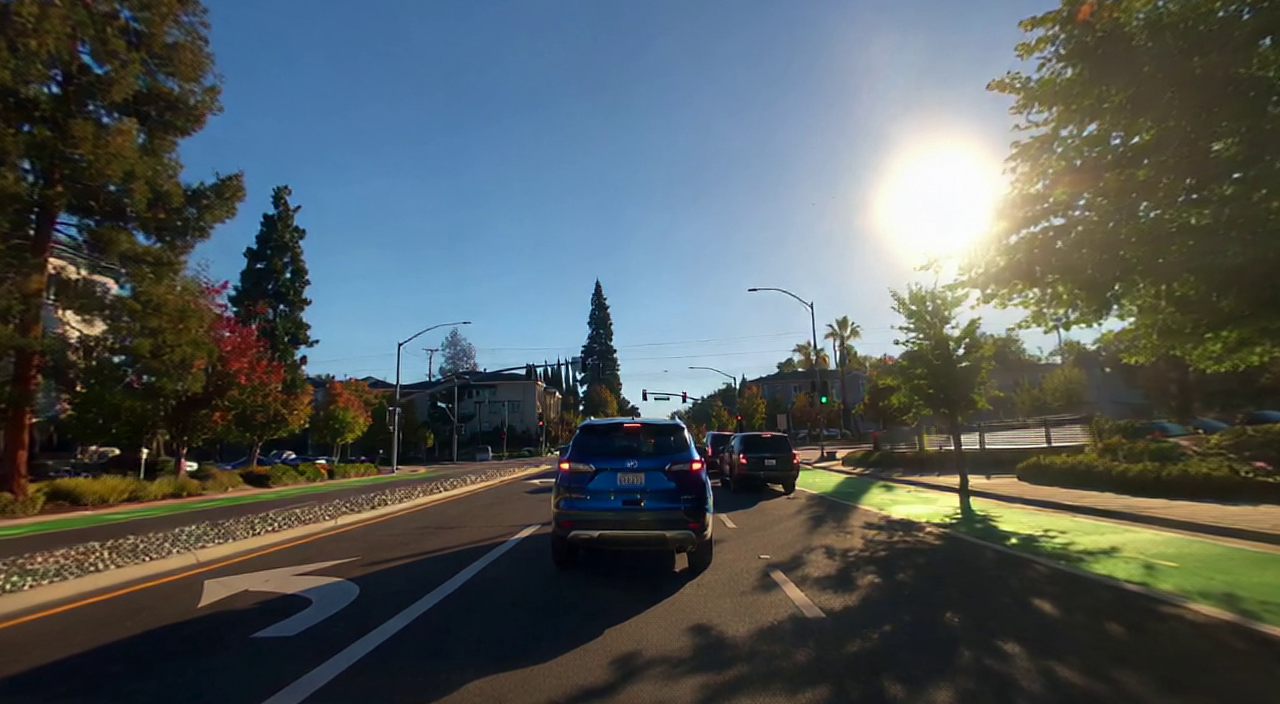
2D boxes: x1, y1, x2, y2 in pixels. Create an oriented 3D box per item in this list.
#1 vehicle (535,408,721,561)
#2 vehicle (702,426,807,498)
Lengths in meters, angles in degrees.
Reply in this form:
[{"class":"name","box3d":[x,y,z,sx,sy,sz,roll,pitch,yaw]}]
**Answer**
[{"class":"vehicle","box3d":[-0.126,1.802,9.226,2.109,1.730,3.963,0,-8,0]},{"class":"vehicle","box3d":[3.161,3.167,18.469,2.189,1.815,4.495,0,-8,-1]}]
